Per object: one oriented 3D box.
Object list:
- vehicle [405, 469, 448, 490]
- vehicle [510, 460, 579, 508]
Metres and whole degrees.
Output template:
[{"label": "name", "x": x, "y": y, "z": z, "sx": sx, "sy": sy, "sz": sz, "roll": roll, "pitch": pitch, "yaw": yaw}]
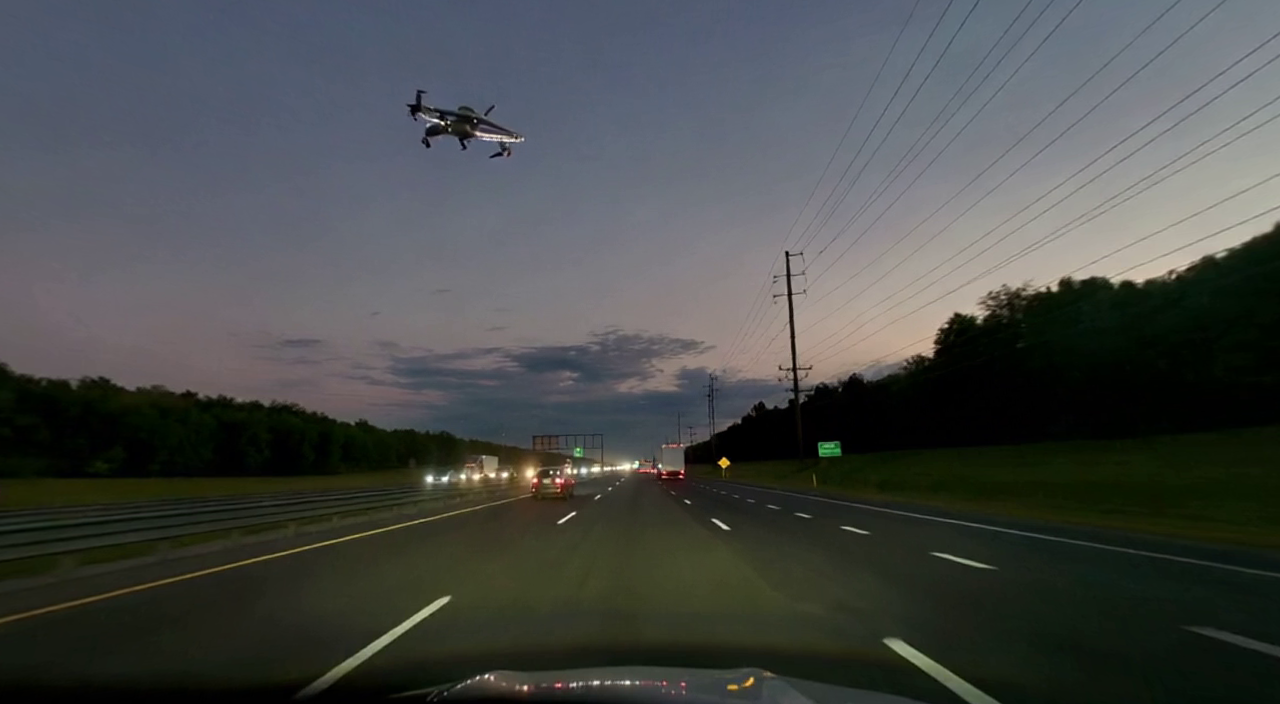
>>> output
[{"label": "vehicle", "x": -16.038, "y": 9.607, "z": 47.549, "sx": 1.825, "sy": 1.468, "sz": 3.919, "roll": 1, "pitch": -11, "yaw": 0}, {"label": "vehicle", "x": -3.466, "y": 4.895, "z": 23.618, "sx": 1.942, "sy": 1.597, "sz": 3.943, "roll": 1, "pitch": -11, "yaw": 0}]
